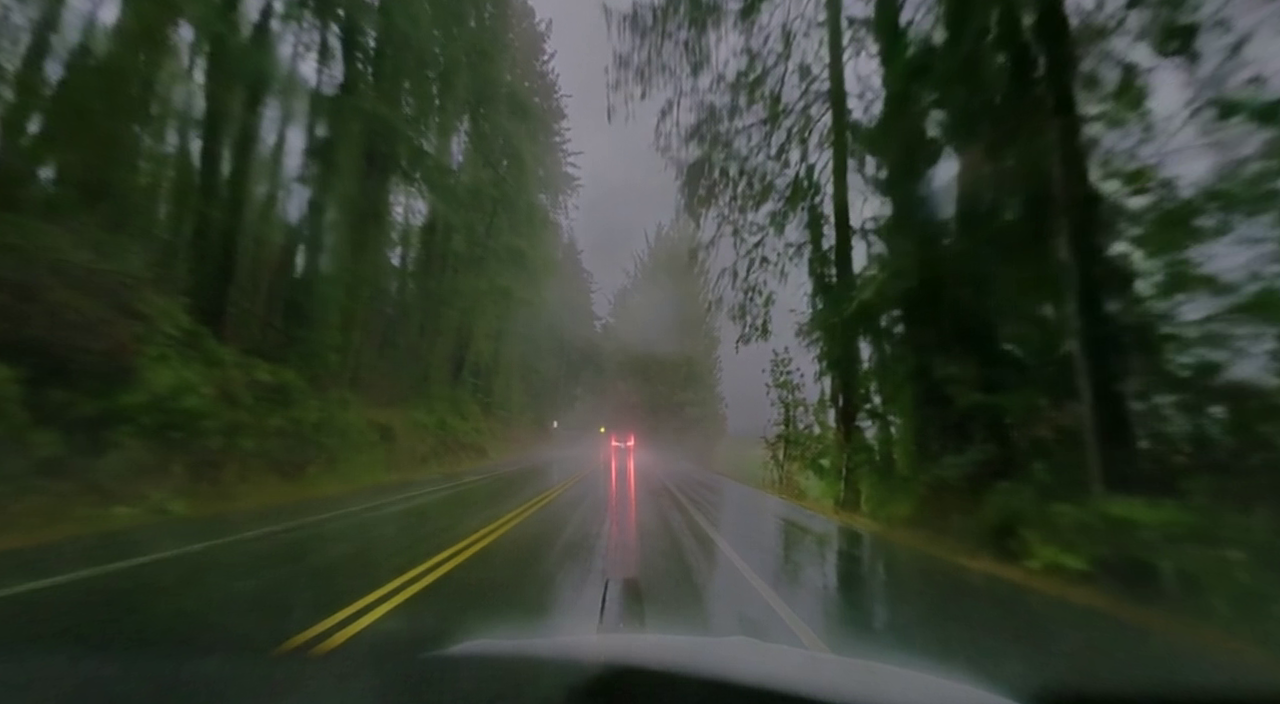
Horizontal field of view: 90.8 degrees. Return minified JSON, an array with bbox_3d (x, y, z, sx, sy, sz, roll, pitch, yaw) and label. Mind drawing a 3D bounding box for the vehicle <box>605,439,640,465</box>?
[{"bbox_3d":[-1.093,6.143,38.914,2.042,1.489,3.963,0,-9,-2],"label":"vehicle"}]
